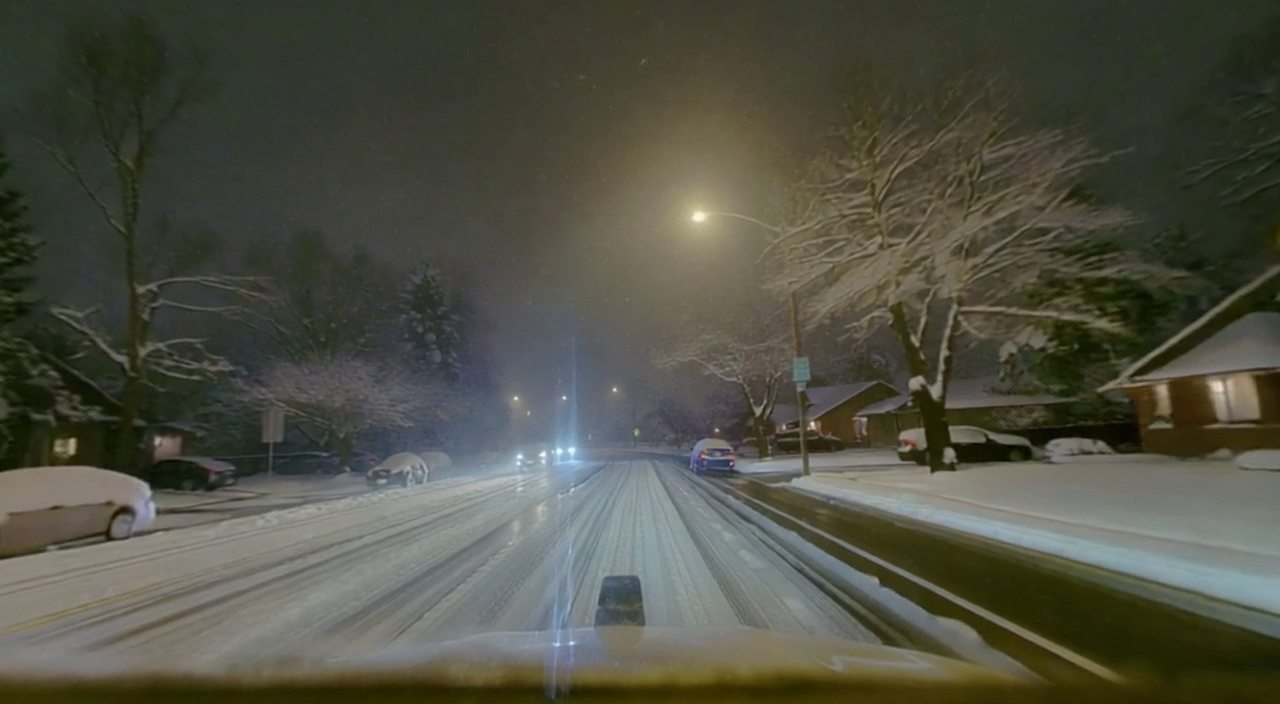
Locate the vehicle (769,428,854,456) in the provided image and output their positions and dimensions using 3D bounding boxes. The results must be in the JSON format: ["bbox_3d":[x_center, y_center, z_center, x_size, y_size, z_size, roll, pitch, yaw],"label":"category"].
[{"bbox_3d":[12.529,6.654,46.553,5.437,1.931,2.837,0,-9,1],"label":"vehicle"}]

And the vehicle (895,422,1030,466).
[{"bbox_3d":[12.980,3.736,25.627,4.360,1.692,2.011,1,-9,-2],"label":"vehicle"}]

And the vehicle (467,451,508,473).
[{"bbox_3d":[-11.229,8.093,46.797,1.922,1.496,4.598,0,-8,-1],"label":"vehicle"}]

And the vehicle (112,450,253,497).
[{"bbox_3d":[-18.860,4.976,26.215,4.179,1.700,2.105,1,-9,3],"label":"vehicle"}]

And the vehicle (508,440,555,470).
[{"bbox_3d":[-7.061,6.778,41.730,2.294,1.831,5.199,0,-9,-2],"label":"vehicle"}]

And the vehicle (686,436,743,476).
[{"bbox_3d":[3.642,5.203,31.891,2.176,1.793,5.534,0,-9,0],"label":"vehicle"}]

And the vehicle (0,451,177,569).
[{"bbox_3d":[-11.062,2.708,11.354,1.981,1.790,4.682,0,-8,-1],"label":"vehicle"}]

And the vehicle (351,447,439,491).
[{"bbox_3d":[-11.125,5.298,29.098,2.293,1.836,4.586,0,-8,-1],"label":"vehicle"}]

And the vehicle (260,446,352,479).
[{"bbox_3d":[-20.279,6.710,38.519,4.398,1.902,2.043,0,-9,1],"label":"vehicle"}]
